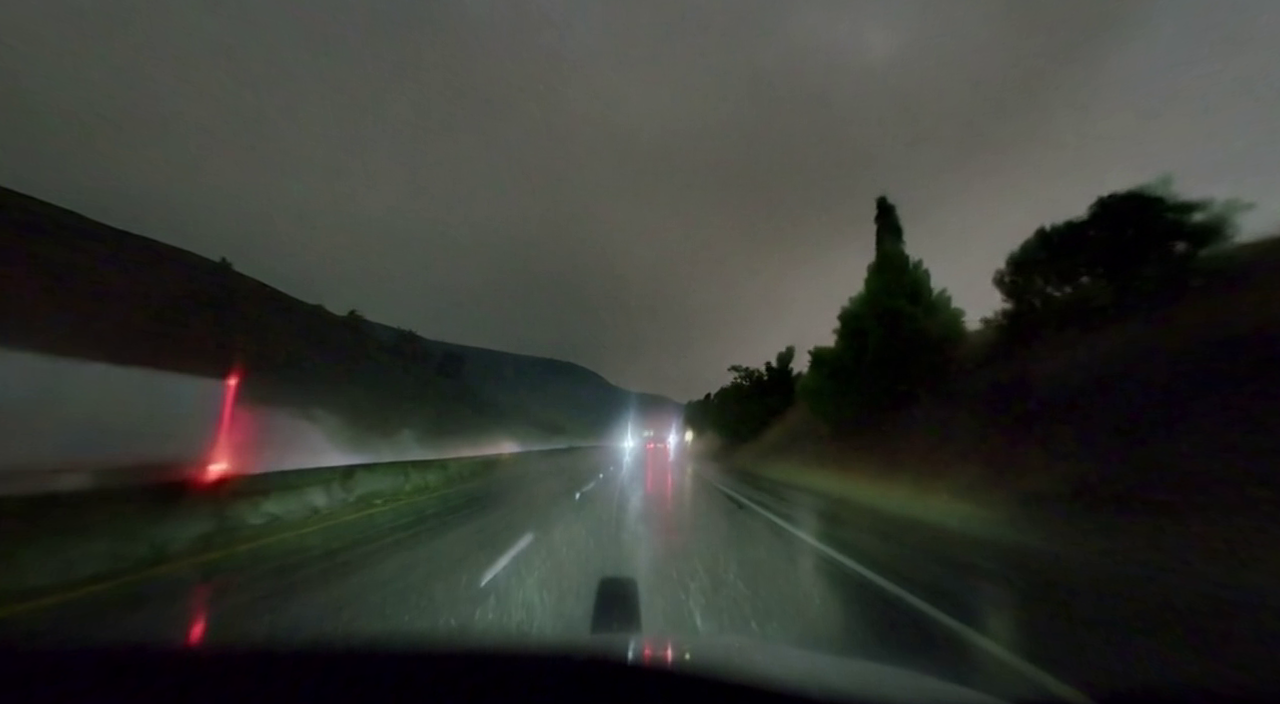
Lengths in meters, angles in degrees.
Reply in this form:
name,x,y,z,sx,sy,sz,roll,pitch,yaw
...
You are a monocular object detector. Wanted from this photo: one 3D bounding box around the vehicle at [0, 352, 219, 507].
name,x,y,z,sx,sy,sz,roll,pitch,yaw
vehicle,-17.767,2.557,20.087,2.813,3.963,8.093,-1,-8,1
